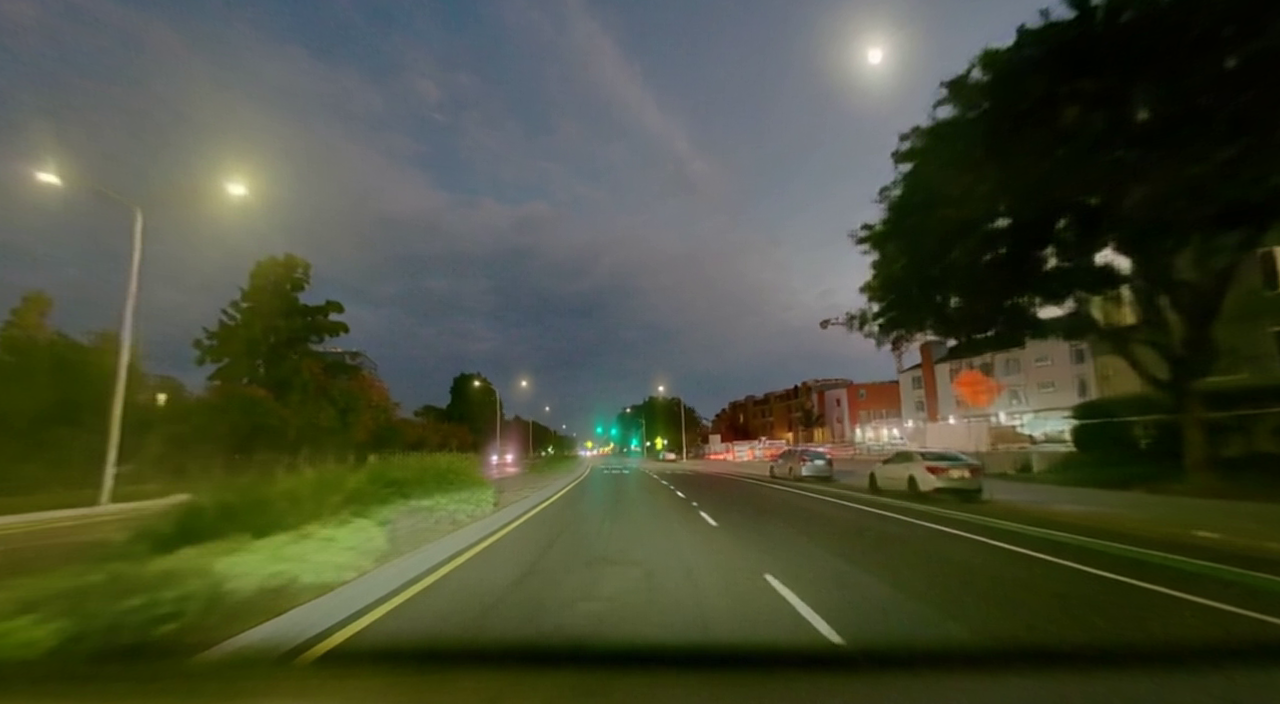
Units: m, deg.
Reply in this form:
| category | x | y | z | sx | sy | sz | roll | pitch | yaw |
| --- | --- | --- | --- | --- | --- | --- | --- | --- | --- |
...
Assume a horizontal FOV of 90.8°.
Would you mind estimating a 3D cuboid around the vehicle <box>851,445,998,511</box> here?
| category | x | y | z | sx | sy | sz | roll | pitch | yaw |
| --- | --- | --- | --- | --- | --- | --- | --- | --- | --- |
| vehicle | 7.995 | 3.531 | 18.314 | 1.974 | 1.472 | 4.654 | 6 | -9 | -2 |

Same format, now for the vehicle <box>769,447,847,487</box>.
| category | x | y | z | sx | sy | sz | roll | pitch | yaw |
| --- | --- | --- | --- | --- | --- | --- | --- | --- | --- |
| vehicle | 7.797 | 5.365 | 29.775 | 1.977 | 1.540 | 4.307 | 7 | -9 | -7 |

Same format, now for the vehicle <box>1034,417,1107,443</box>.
| category | x | y | z | sx | sy | sz | roll | pitch | yaw |
| --- | --- | --- | --- | --- | --- | --- | --- | --- | --- |
| vehicle | 32.156 | 5.882 | 47.382 | 1.829 | 1.713 | 4.519 | -1 | -8 | -7 |
